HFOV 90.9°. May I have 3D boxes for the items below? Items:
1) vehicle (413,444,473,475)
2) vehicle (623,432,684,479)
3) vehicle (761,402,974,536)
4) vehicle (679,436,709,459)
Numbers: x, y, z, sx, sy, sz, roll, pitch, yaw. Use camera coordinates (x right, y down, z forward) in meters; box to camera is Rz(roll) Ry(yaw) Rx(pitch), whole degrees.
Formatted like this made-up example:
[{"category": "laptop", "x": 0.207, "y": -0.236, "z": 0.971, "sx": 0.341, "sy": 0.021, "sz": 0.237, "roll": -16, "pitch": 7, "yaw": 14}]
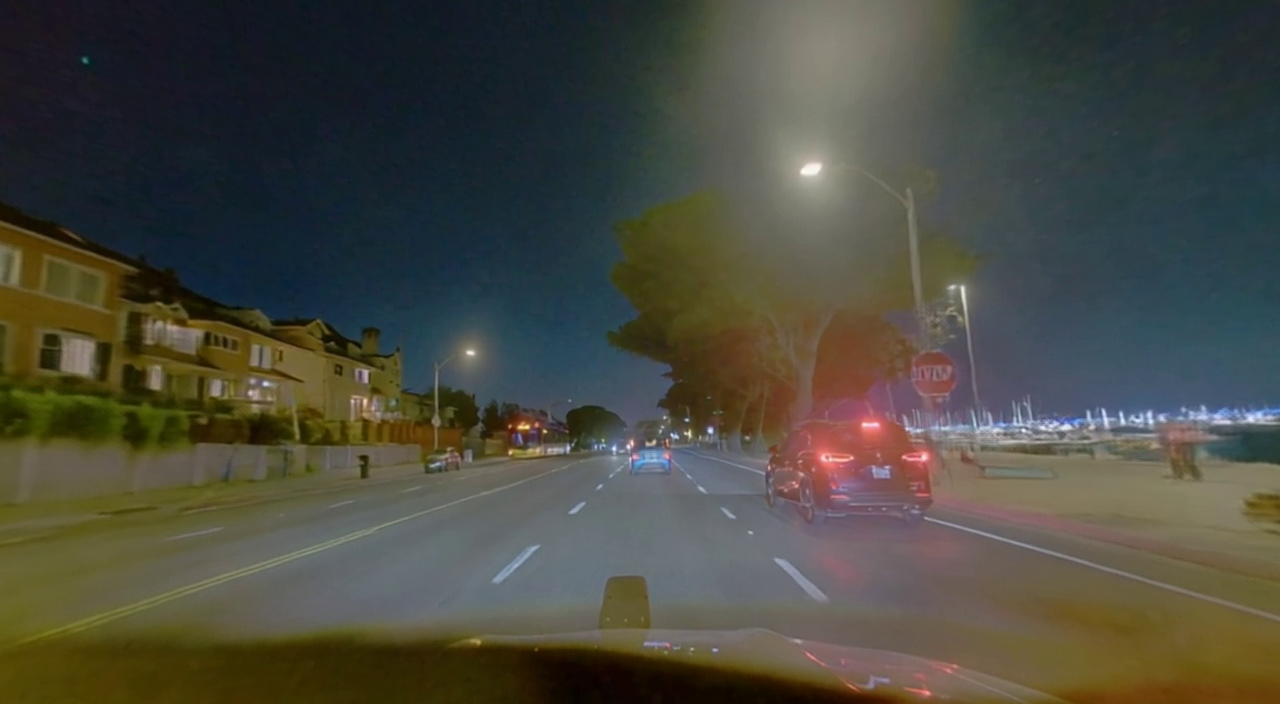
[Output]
[{"category": "vehicle", "x": -10.211, "y": 5.585, "z": 32.906, "sx": 1.731, "sy": 1.489, "sz": 3.841, "roll": -1, "pitch": -8, "yaw": 3}, {"category": "vehicle", "x": 0.468, "y": 3.948, "z": 24.155, "sx": 2.132, "sy": 1.632, "sz": 3.838, "roll": 0, "pitch": -8, "yaw": 0}, {"category": "vehicle", "x": 3.536, "y": 1.925, "z": 10.870, "sx": 2.000, "sy": 1.809, "sz": 4.405, "roll": 0, "pitch": -8, "yaw": 0}, {"category": "vehicle", "x": 4.092, "y": 7.309, "z": 48.300, "sx": 1.876, "sy": 1.626, "sz": 3.851, "roll": 0, "pitch": -8, "yaw": -1}]
